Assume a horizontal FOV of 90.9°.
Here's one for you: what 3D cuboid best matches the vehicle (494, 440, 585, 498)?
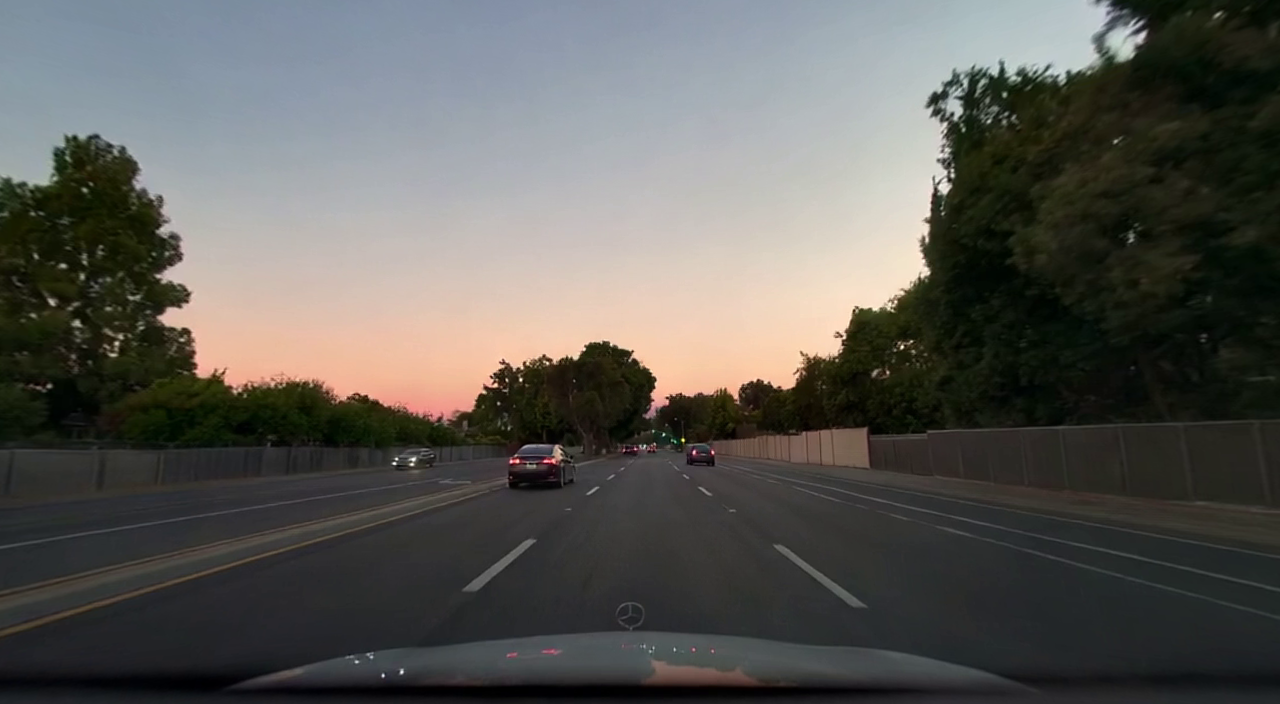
[{"bbox_3d":[-2.912,3.481,19.227,1.966,1.524,4.410,0,-8,1],"label":"vehicle"}]

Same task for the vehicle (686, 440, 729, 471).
[{"bbox_3d":[4.154,6.435,39.414,2.114,1.780,4.445,0,-8,-1],"label":"vehicle"}]

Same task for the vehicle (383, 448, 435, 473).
[{"bbox_3d":[-16.908,7.966,46.370,2.012,1.702,4.458,0,-8,2],"label":"vehicle"}]
